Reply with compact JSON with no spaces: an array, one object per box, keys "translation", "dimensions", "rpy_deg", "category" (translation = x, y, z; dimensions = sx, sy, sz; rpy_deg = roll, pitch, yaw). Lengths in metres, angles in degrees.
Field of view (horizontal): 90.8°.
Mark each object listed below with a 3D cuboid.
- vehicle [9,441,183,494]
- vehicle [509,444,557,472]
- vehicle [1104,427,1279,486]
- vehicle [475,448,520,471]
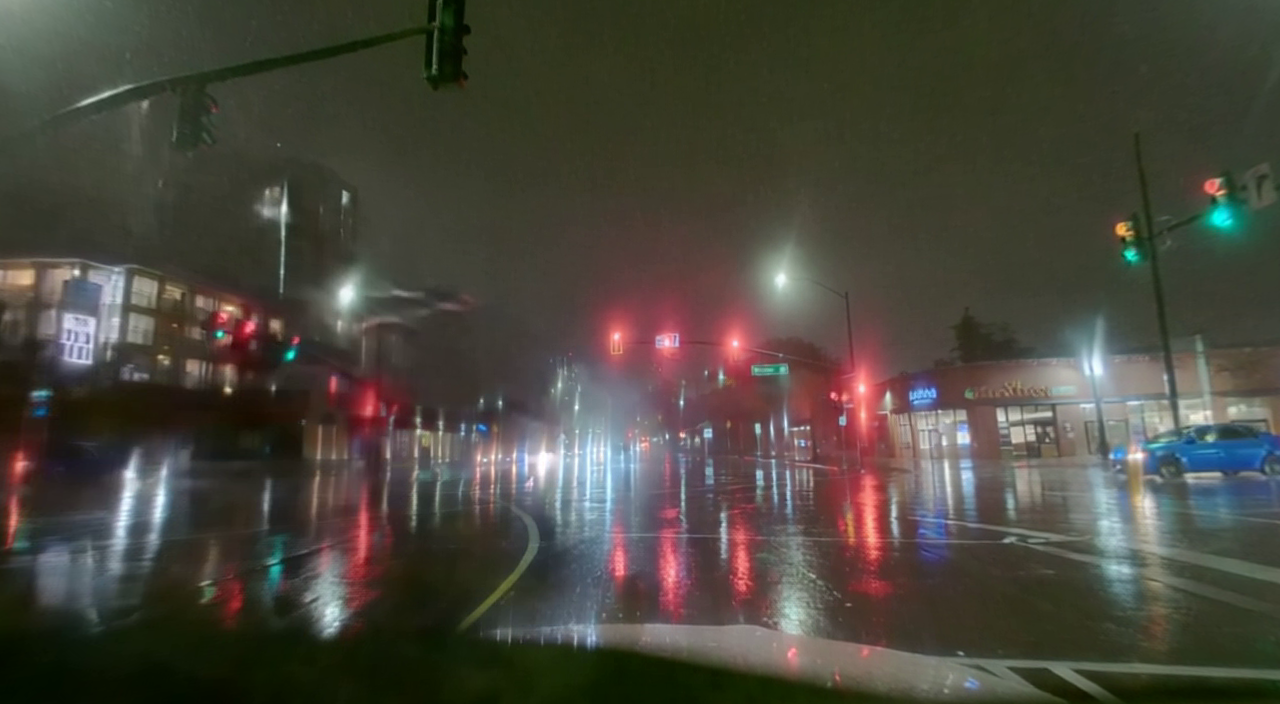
[{"translation":[-21.162,4.478,24.673],"dimensions":[5.161,1.910,2.275],"rpy_deg":[-2,-9,11],"category":"vehicle"},{"translation":[-6.798,6.787,40.664],"dimensions":[2.181,1.703,4.512],"rpy_deg":[-1,-8,2],"category":"vehicle"},{"translation":[15.416,2.742,16.683],"dimensions":[4.651,1.463,1.880],"rpy_deg":[-2,-9,8],"category":"vehicle"},{"translation":[-9.851,7.467,44.067],"dimensions":[2.106,1.505,4.228],"rpy_deg":[0,-8,0],"category":"vehicle"}]
